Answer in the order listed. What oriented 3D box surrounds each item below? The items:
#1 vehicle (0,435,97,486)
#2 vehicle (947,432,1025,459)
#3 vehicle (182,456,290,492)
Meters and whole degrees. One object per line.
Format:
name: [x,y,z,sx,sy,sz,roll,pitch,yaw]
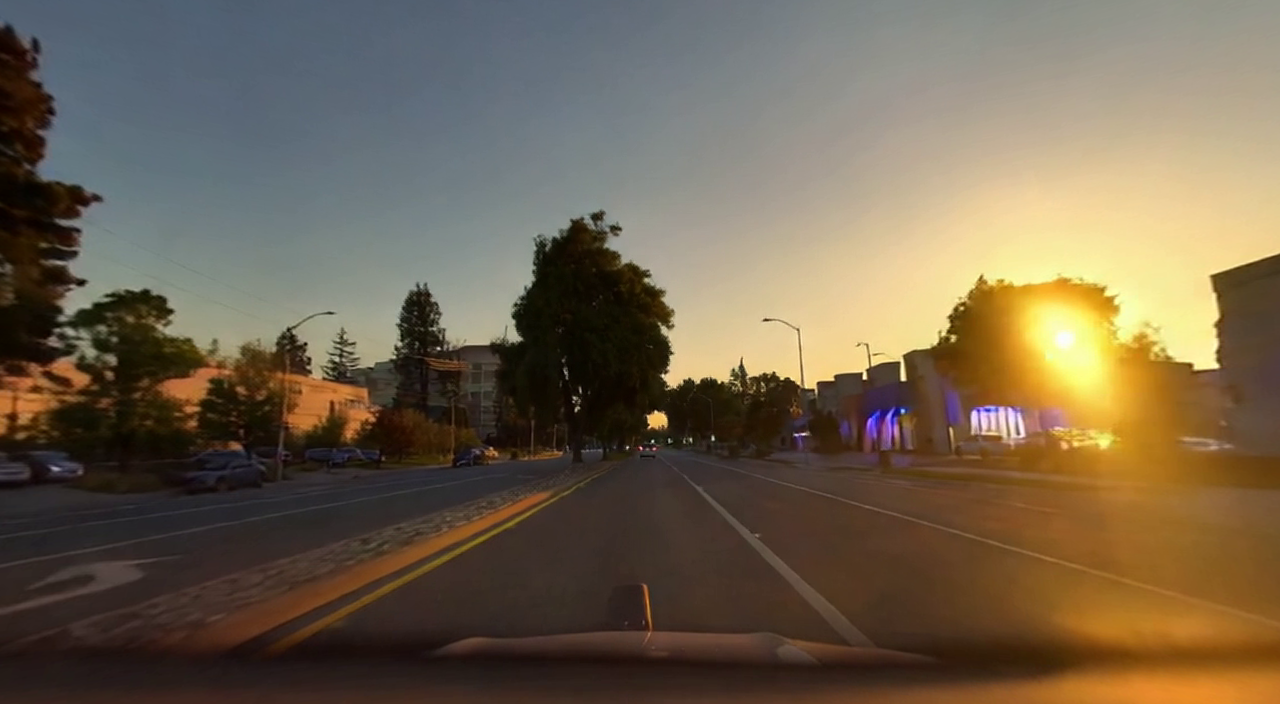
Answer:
vehicle: [-28.209,4.865,28.597,5.585,2.094,2.476,-2,-9,15]
vehicle: [23.253,6.318,42.614,2.217,1.737,4.962,1,-8,-3]
vehicle: [-18.833,5.694,29.719,1.815,1.453,4.870,0,-8,1]
